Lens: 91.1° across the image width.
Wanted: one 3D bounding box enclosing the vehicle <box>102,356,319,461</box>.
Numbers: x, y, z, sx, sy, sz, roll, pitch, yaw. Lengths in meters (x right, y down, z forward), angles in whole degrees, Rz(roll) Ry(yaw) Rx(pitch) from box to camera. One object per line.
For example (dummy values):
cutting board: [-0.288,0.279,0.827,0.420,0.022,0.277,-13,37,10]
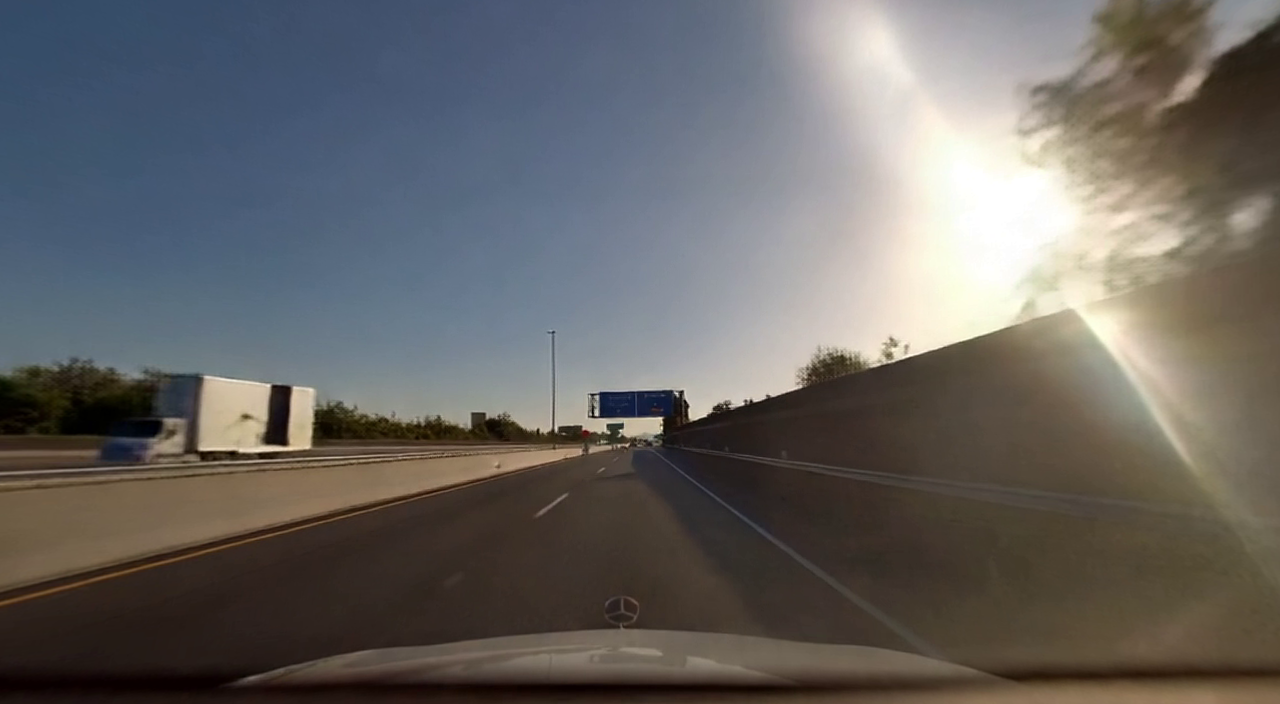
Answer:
vehicle: [-23.154,3.531,35.474,3.255,4.833,12.518,-1,-8,0]
